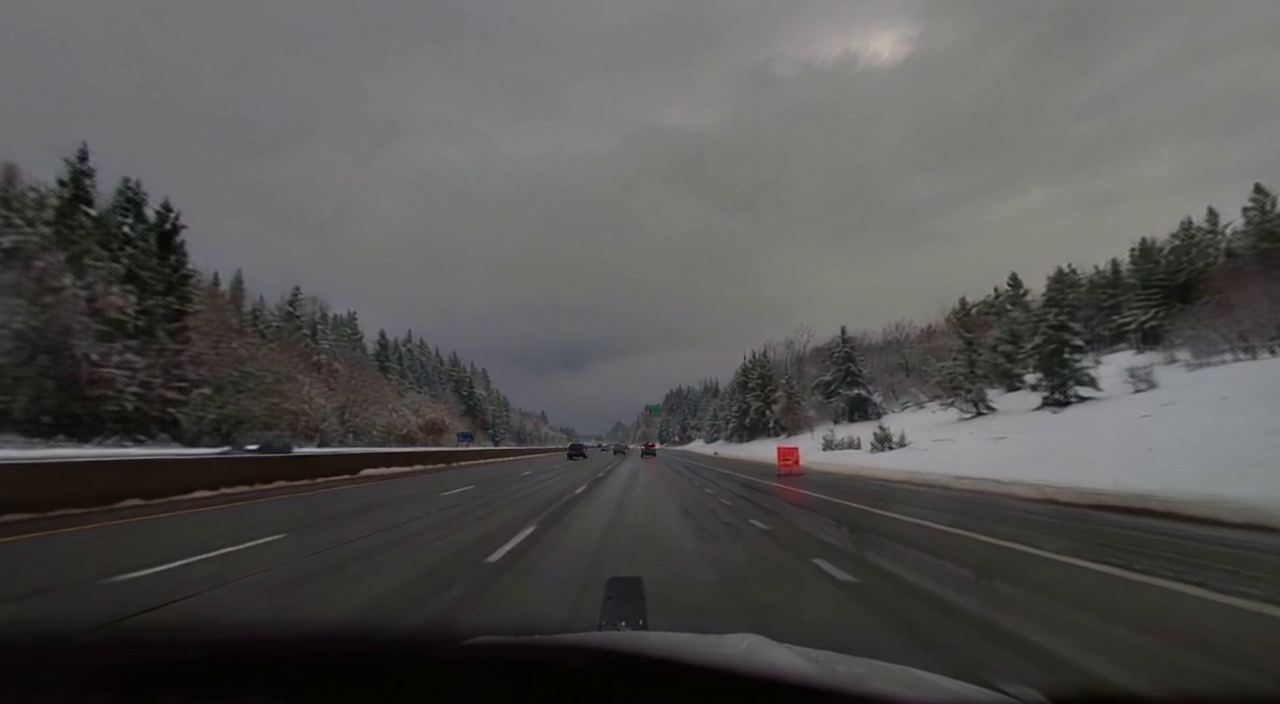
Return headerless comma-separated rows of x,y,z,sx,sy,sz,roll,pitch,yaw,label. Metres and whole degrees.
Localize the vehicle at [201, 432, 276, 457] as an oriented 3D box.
-24.104,5.562,38.015,1.852,1.403,3.920,0,-8,1,vehicle
